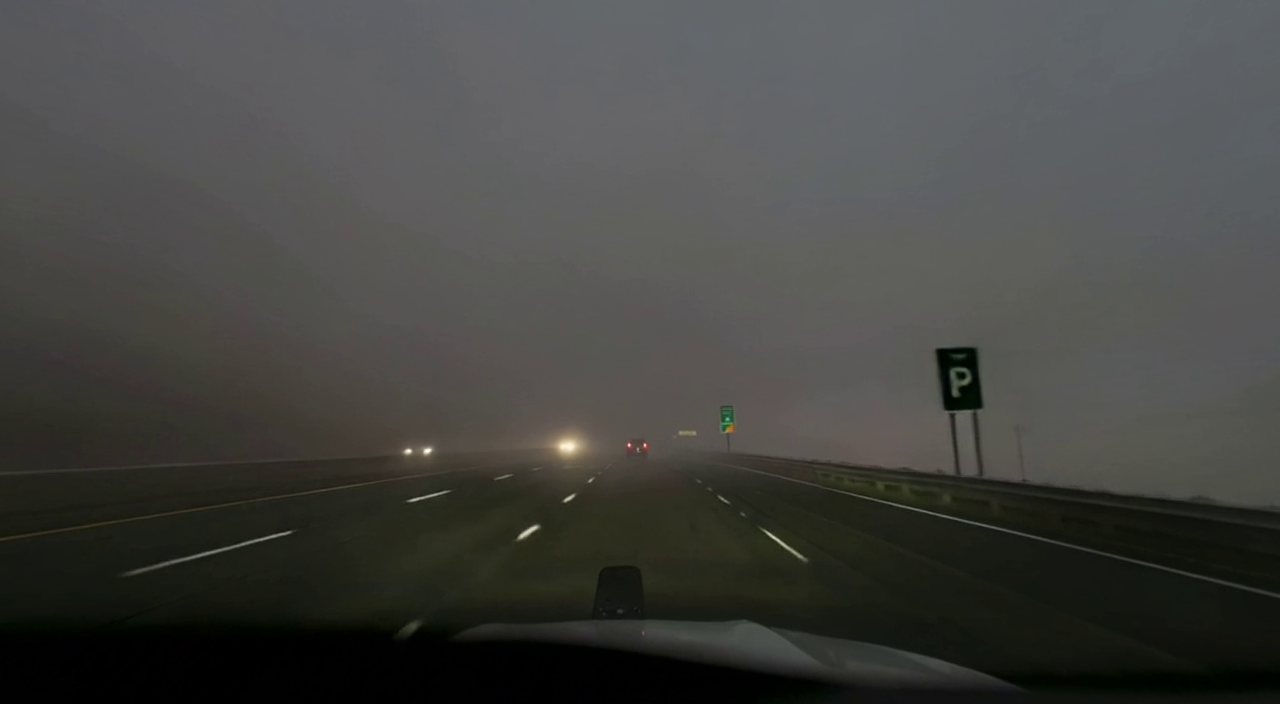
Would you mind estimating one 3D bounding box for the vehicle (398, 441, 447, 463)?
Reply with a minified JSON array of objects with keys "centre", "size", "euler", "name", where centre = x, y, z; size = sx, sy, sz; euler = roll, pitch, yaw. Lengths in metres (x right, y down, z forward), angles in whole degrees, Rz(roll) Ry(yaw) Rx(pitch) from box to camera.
[{"centre":[-16.211,7.494,47.321],"size":[2.130,1.507,4.361],"euler":[0,-9,0],"name":"vehicle"}]
